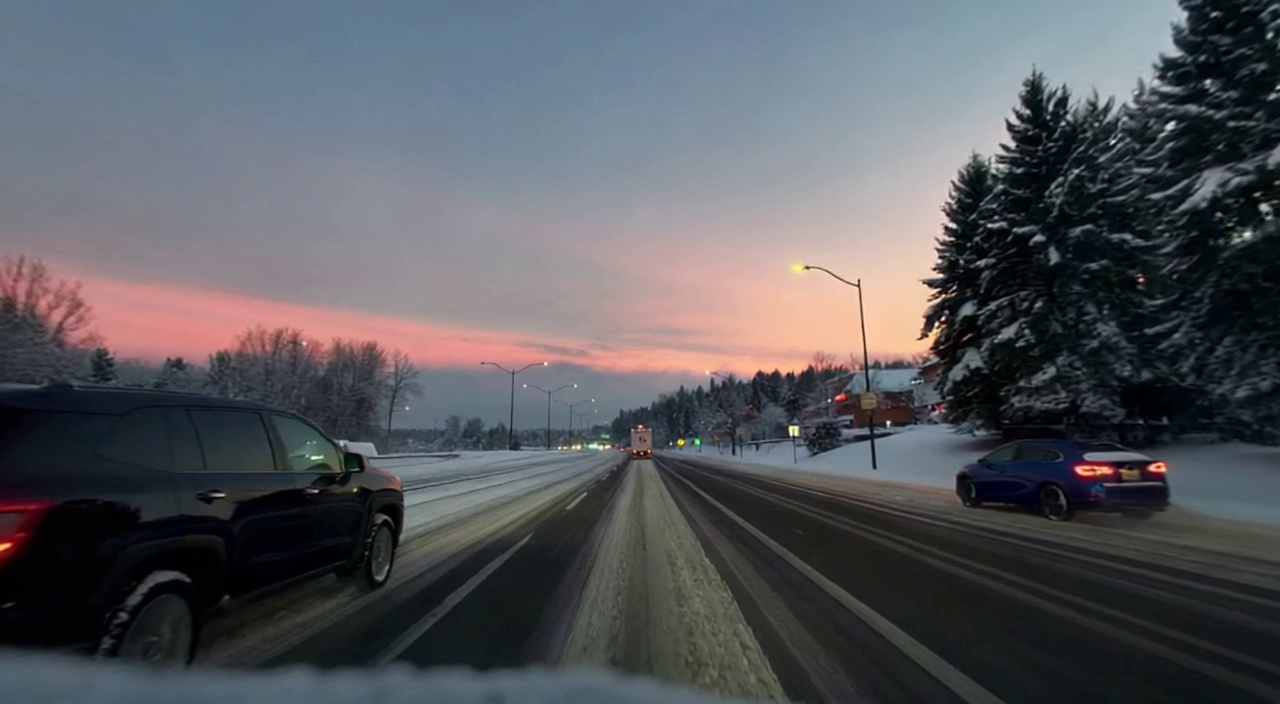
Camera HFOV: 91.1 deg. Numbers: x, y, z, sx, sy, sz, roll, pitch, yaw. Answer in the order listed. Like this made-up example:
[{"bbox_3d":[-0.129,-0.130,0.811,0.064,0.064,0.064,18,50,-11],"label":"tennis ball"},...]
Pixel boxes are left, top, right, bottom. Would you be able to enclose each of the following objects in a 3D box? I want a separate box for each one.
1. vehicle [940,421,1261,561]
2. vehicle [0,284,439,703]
[{"bbox_3d":[6.603,2.005,9.764,1.958,1.681,4.109,0,-9,3],"label":"vehicle"},{"bbox_3d":[-3.163,0.979,3.892,2.178,1.826,4.933,0,-9,0],"label":"vehicle"}]
